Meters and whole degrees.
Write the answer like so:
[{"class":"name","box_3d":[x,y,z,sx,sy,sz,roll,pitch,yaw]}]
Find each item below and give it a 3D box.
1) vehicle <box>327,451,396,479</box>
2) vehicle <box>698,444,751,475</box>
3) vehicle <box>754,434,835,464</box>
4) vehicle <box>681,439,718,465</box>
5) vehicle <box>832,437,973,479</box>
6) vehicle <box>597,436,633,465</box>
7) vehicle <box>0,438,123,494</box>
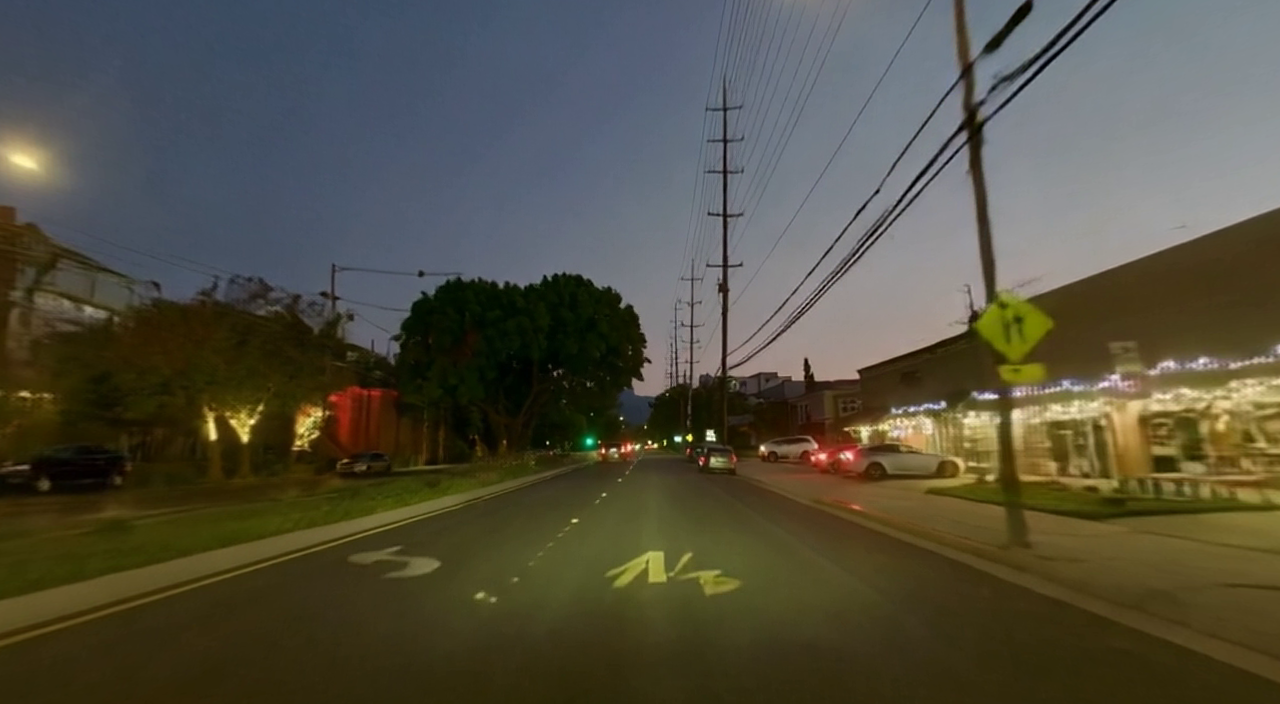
[{"class":"vehicle","box_3d":[-16.285,6.617,37.074,1.954,1.497,4.613,0,-9,0]},{"class":"vehicle","box_3d":[4.167,5.369,31.719,2.042,1.465,4.455,0,-9,0]},{"class":"vehicle","box_3d":[10.085,6.383,41.464,4.818,1.847,2.257,0,-9,2]},{"class":"vehicle","box_3d":[4.471,7.643,48.295,2.280,1.904,5.779,0,-9,0]},{"class":"vehicle","box_3d":[9.757,3.977,23.691,4.430,1.480,1.923,0,-9,-2]},{"class":"vehicle","box_3d":[-1.693,6.937,44.459,2.202,1.961,4.980,0,-9,1]},{"class":"vehicle","box_3d":[-22.407,4.119,23.334,2.195,1.770,4.957,0,-7,1]}]
